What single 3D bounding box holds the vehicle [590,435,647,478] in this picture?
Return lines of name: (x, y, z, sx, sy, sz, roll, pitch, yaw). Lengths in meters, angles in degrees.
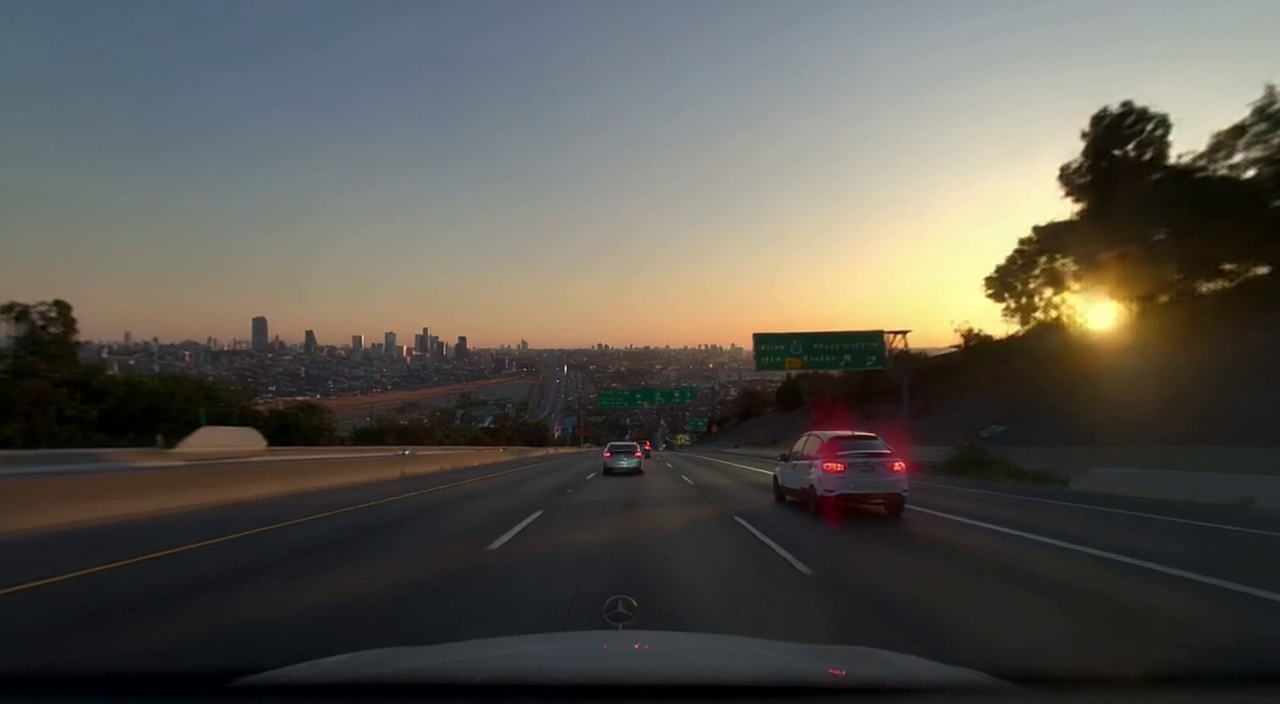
vehicle: (-0.803, 4.229, 25.655, 2.147, 1.576, 3.964, 0, -8, 0)
